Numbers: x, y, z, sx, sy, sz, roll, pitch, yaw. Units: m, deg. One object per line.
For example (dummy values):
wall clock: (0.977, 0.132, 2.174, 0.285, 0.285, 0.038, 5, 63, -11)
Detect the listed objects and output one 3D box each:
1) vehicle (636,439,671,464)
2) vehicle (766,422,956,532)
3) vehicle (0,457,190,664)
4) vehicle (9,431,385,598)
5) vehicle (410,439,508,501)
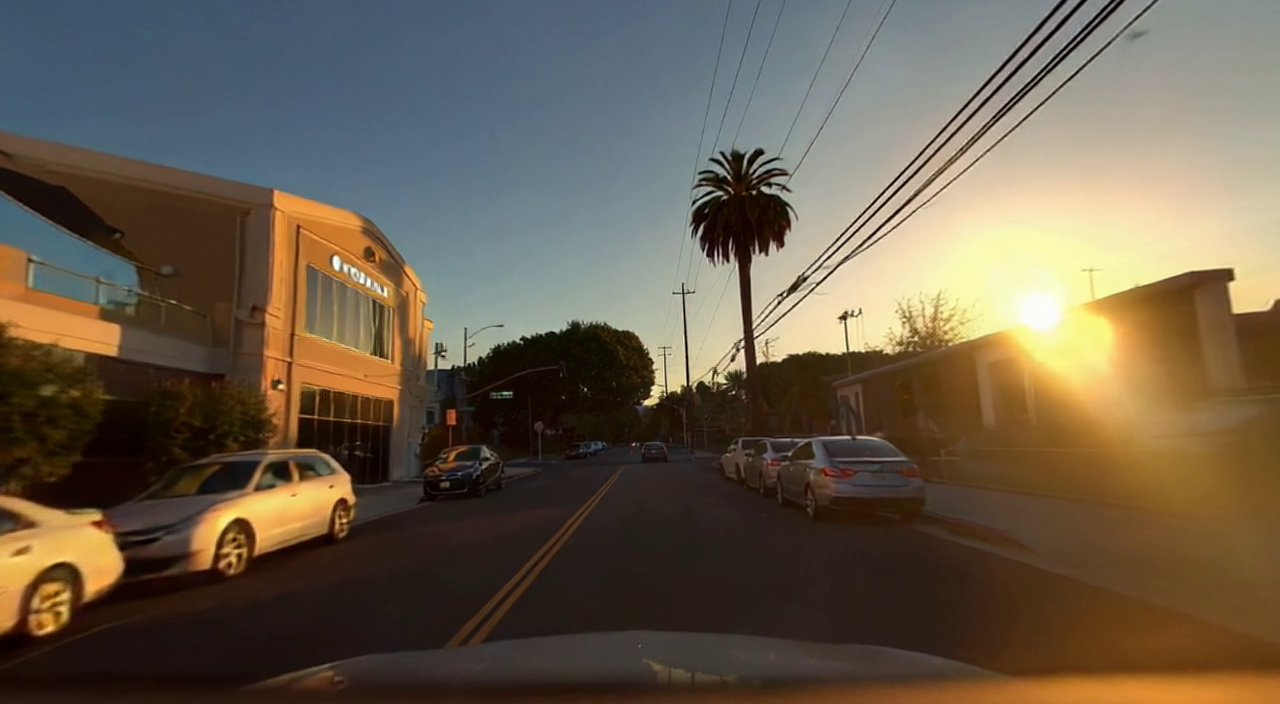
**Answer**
vehicle: (0.812, 6.438, 41.018, 2.125, 1.524, 4.404, 0, -8, 0)
vehicle: (3.732, 2.204, 11.766, 1.948, 1.607, 4.873, -1, -8, 2)
vehicle: (-6.040, 1.669, 4.907, 1.931, 1.574, 4.360, 0, -8, -2)
vehicle: (-6.183, 2.270, 9.986, 2.007, 1.876, 5.361, -1, -8, 1)
vehicle: (-6.023, 3.962, 21.714, 2.126, 1.864, 4.831, 0, -8, -2)
